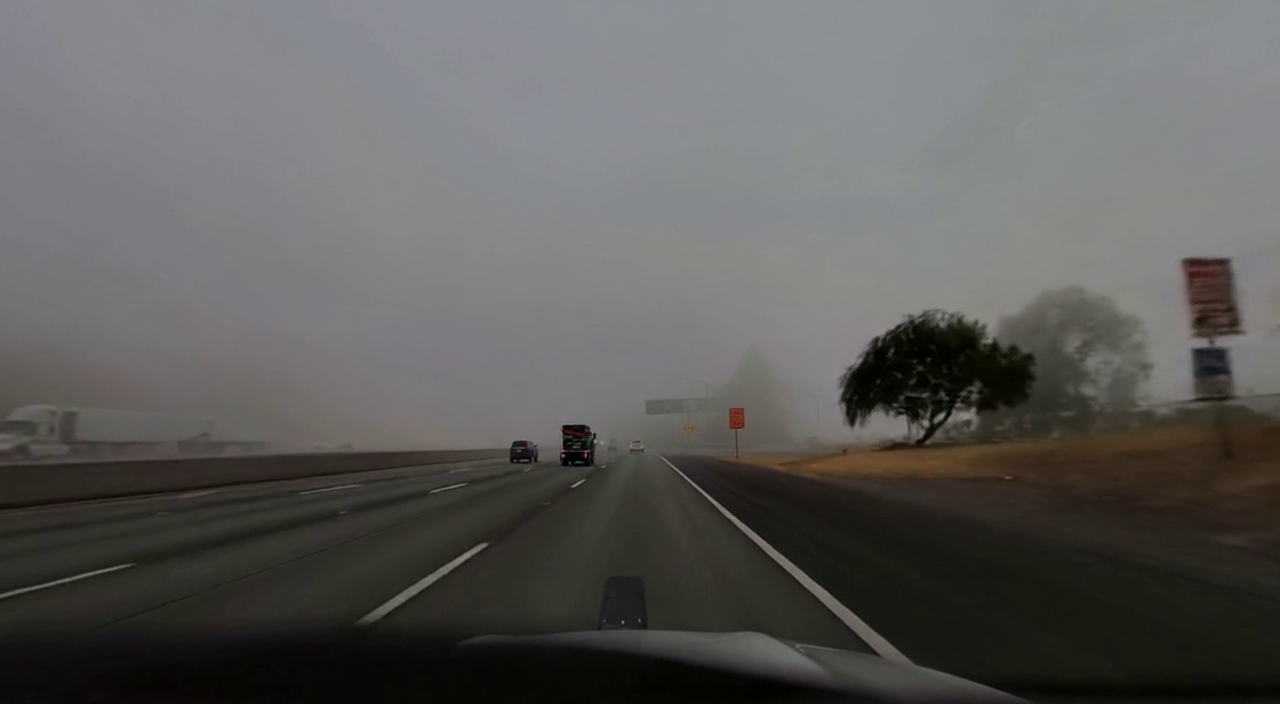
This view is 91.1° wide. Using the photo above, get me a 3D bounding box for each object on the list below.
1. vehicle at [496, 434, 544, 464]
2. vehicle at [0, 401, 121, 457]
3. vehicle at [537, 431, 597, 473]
[{"bbox_3d":[-7.493,6.097,39.618,2.078,1.729,4.722,0,-8,0],"label":"vehicle"},{"bbox_3d":[-42.564,5.630,45.356,2.961,3.669,8.028,0,-8,2],"label":"vehicle"},{"bbox_3d":[-3.203,4.474,28.258,2.194,1.766,3.720,0,-8,0],"label":"vehicle"}]
